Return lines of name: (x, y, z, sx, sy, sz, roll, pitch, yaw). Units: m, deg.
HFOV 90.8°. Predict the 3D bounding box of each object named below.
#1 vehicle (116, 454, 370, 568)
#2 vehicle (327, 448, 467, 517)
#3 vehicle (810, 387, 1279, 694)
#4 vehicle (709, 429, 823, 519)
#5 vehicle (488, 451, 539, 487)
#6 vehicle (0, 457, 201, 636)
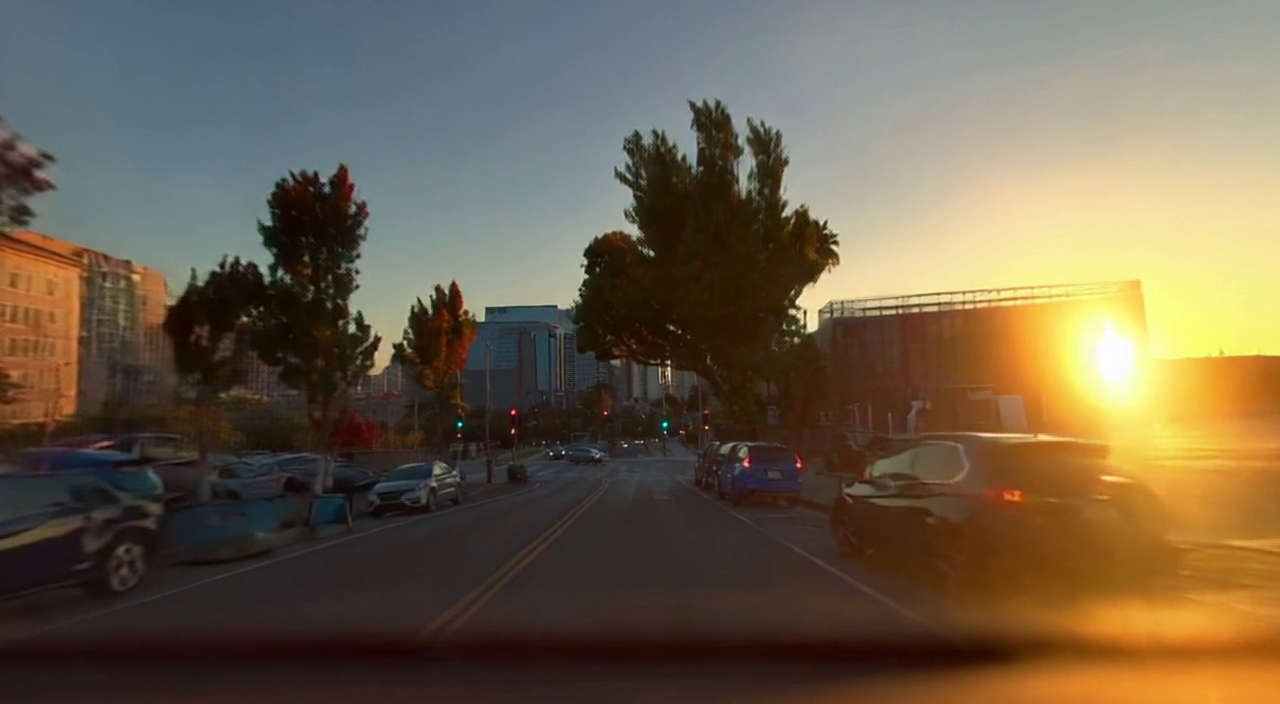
vehicle: (-6.595, 2.616, 11.235, 1.723, 1.520, 4.439, 0, -8, -1)
vehicle: (-6.537, 3.645, 17.730, 2.033, 1.523, 4.867, -3, -11, 0)
vehicle: (3.418, 1.457, 6.295, 1.886, 1.740, 5.167, 0, -8, -1)
vehicle: (2.882, 2.906, 15.596, 1.954, 1.845, 4.682, -1, -8, 1)
vehicle: (-6.747, 6.228, 33.998, 1.893, 1.758, 4.019, -1, -8, 0)
vehicle: (-6.466, 1.703, 5.454, 1.913, 1.479, 4.714, -1, -8, 1)
